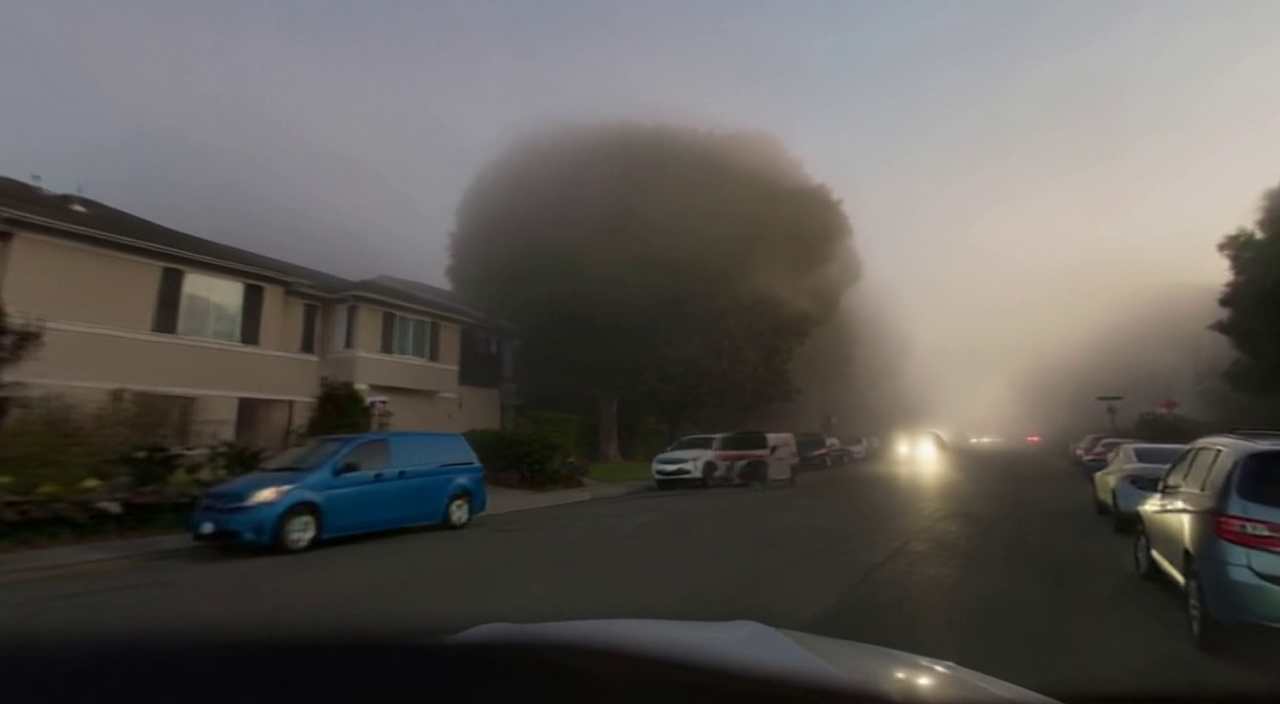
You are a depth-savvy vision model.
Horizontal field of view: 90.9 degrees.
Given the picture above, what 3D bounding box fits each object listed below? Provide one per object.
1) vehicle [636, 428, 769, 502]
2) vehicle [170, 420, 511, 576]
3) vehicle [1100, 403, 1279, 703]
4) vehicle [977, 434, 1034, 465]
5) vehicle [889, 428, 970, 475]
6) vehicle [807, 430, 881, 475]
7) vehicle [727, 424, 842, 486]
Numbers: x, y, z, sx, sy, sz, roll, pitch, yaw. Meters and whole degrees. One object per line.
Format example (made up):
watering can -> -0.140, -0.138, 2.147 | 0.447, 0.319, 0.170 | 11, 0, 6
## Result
vehicle -> 1.699, 2.744, 15.911 | 1.828, 1.488, 3.785 | -5, -7, 32
vehicle -> -3.603, 1.664, 8.178 | 1.798, 1.507, 3.513 | -4, -8, 32
vehicle -> 4.750, 1.178, 4.393 | 2.008, 1.507, 4.226 | -5, -9, 31
vehicle -> 19.169, 5.042, 32.947 | 1.889, 1.505, 3.849 | -7, -10, 39
vehicle -> 11.573, 3.896, 25.030 | 1.959, 1.670, 4.255 | -6, -10, 37
vehicle -> 8.175, 3.953, 25.052 | 1.734, 1.549, 3.465 | -10, -11, 33
vehicle -> 4.815, 3.283, 20.487 | 1.872, 1.670, 4.428 | -10, -11, 35
